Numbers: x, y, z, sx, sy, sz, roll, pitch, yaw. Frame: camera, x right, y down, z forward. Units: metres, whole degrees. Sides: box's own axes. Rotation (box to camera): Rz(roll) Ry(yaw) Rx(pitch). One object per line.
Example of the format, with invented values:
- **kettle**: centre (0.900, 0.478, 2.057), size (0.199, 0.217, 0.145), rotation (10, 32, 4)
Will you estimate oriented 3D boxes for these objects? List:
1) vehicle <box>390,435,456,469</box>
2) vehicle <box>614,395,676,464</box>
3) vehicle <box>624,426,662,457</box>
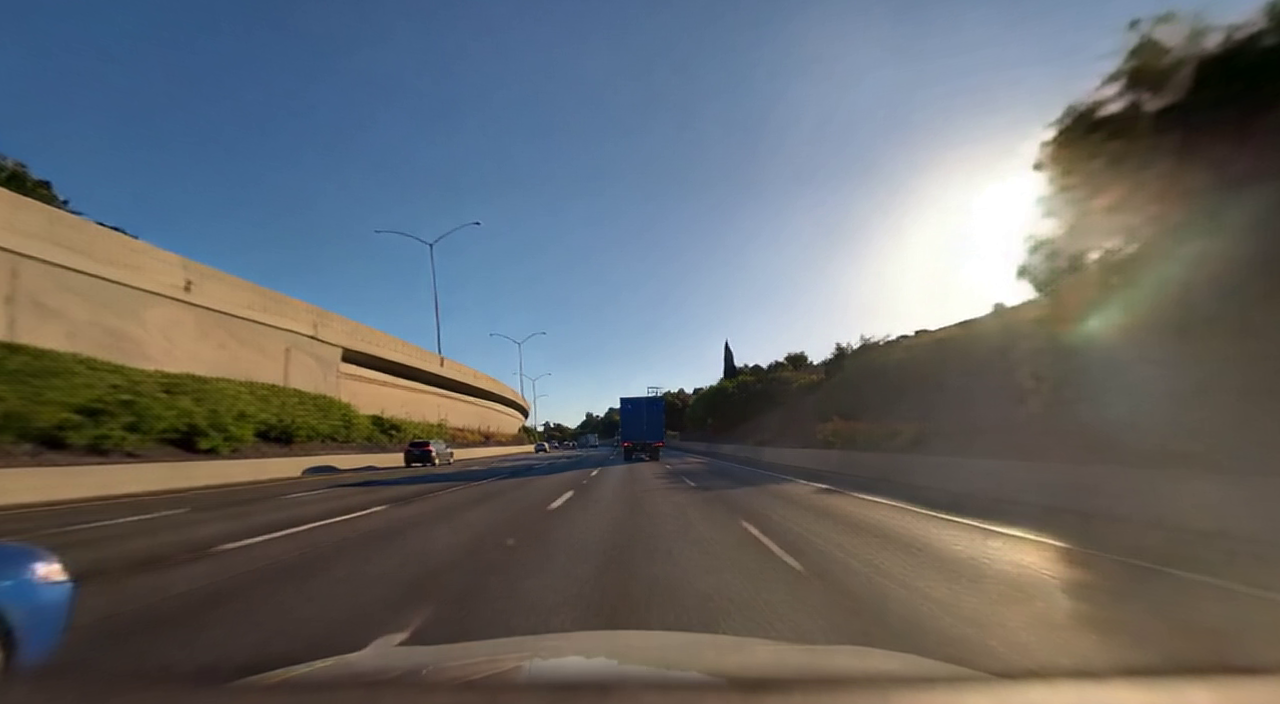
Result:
- **vehicle**: centre (-11.058, 5.138, 32.507), size (1.919, 1.625, 4.183), rotation (0, -8, -1)
- **vehicle**: centre (0.029, 5.029, 39.729), size (3.233, 3.678, 11.032), rotation (0, -9, -3)
- **vehicle**: centre (0.123, 5.189, 36.501), size (2.052, 1.666, 4.358), rotation (0, -8, -2)
